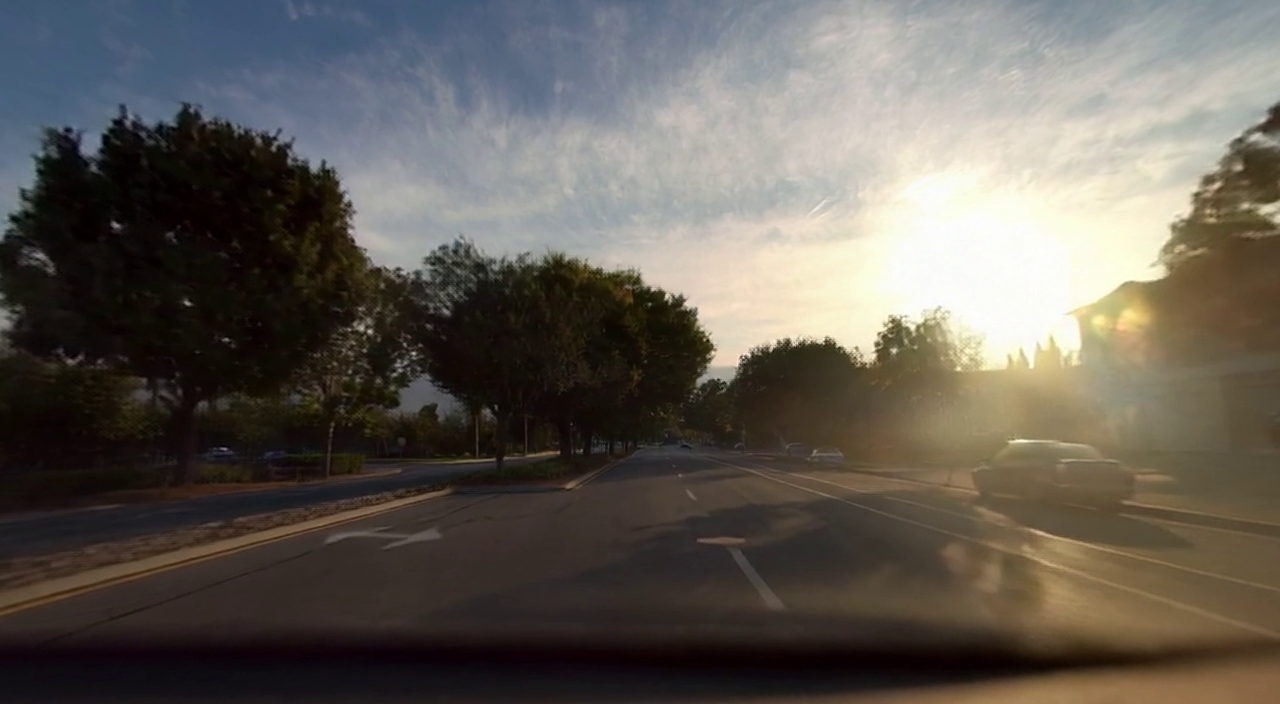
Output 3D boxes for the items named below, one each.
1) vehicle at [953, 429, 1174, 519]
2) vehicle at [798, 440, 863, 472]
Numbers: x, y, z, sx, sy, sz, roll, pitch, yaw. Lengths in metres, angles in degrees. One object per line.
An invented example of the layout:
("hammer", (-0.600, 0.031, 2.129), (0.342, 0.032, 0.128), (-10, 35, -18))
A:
("vehicle", (9.389, 2.717, 14.631), (1.990, 1.728, 4.597), (0, -9, 2))
("vehicle", (9.868, 5.415, 33.060), (2.076, 1.547, 4.398), (0, -9, 1))
